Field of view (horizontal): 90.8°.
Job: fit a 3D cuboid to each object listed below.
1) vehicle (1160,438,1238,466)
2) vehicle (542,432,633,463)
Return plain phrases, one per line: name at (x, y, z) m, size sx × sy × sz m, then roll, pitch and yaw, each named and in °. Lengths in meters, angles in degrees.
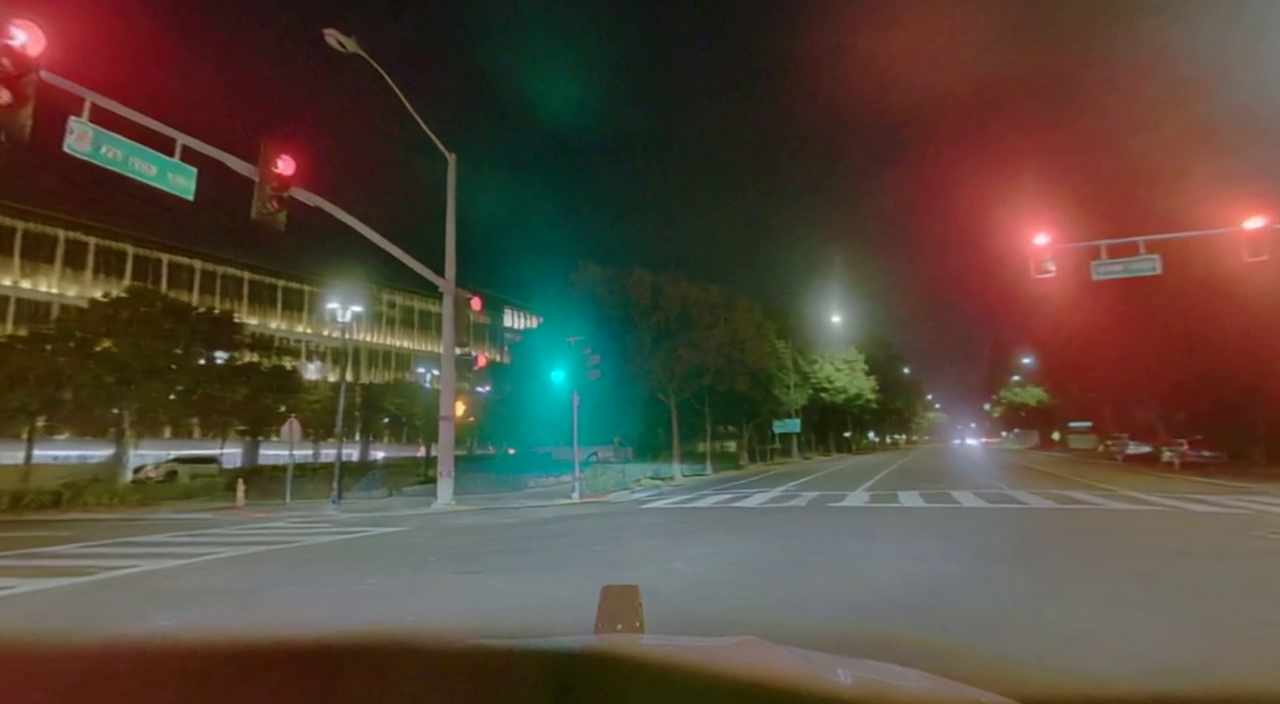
vehicle at (31.913, 5.719, 36.233) m, size 1.893 × 1.454 × 4.483 m, roll -4°, pitch -9°, yaw 23°
vehicle at (-2.940, 5.400, 35.537) m, size 4.765 × 1.593 × 1.891 m, roll -4°, pitch -9°, yaw 21°
